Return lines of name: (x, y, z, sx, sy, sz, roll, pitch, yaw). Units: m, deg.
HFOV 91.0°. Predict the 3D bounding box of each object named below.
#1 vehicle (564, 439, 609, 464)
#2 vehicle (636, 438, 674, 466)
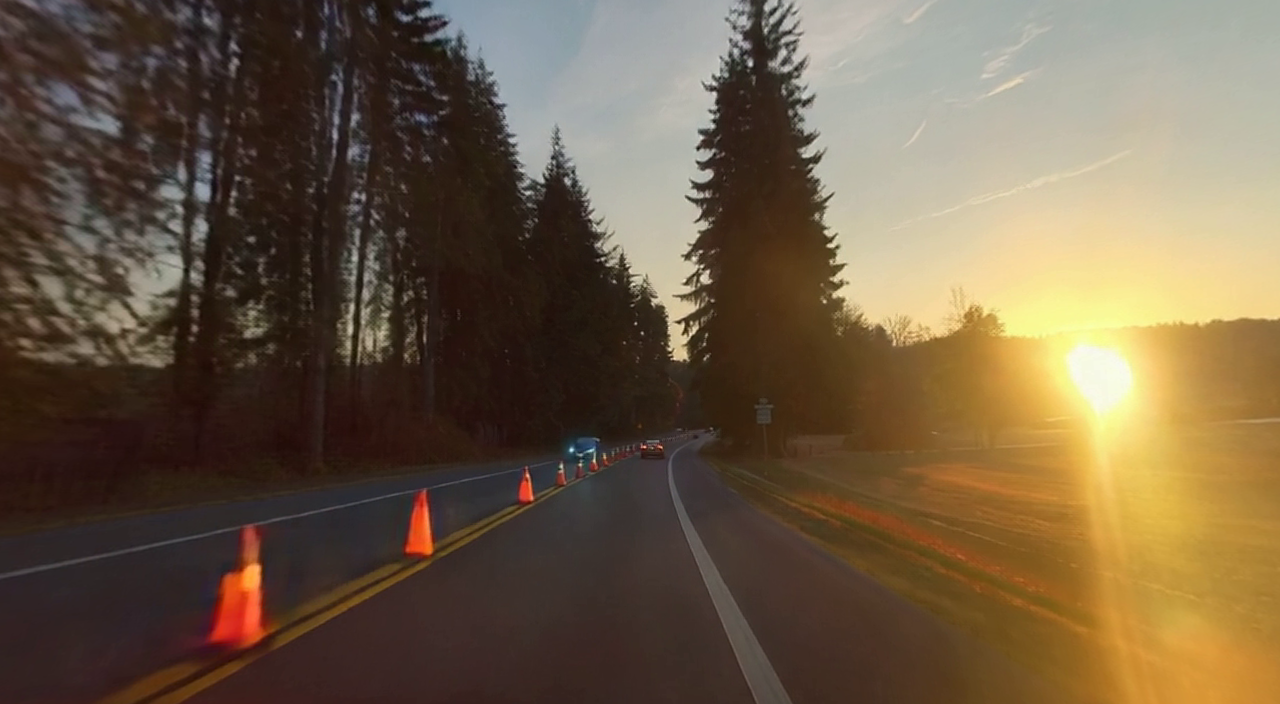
vehicle: (-3.177, 6.051, 38.378, 2.046, 1.451, 4.342, -1, -9, 5)
vehicle: (0.928, 5.723, 36.084, 2.042, 1.489, 3.963, 0, -9, 3)
